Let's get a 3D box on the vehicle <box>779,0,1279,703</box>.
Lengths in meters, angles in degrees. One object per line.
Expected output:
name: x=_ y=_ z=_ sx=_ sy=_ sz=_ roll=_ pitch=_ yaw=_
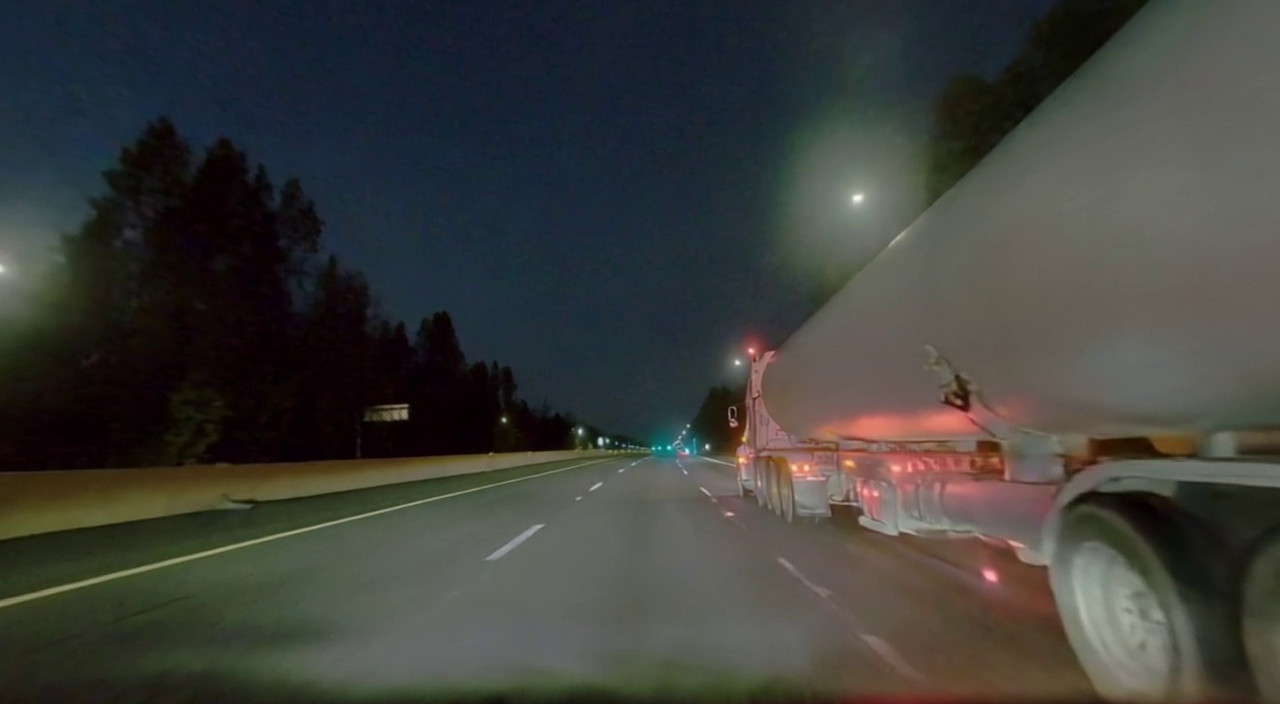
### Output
vehicle: x=4.114 y=0.444 z=5.024 sx=2.880 sy=3.624 sz=14.397 roll=0 pitch=-8 yaw=1
